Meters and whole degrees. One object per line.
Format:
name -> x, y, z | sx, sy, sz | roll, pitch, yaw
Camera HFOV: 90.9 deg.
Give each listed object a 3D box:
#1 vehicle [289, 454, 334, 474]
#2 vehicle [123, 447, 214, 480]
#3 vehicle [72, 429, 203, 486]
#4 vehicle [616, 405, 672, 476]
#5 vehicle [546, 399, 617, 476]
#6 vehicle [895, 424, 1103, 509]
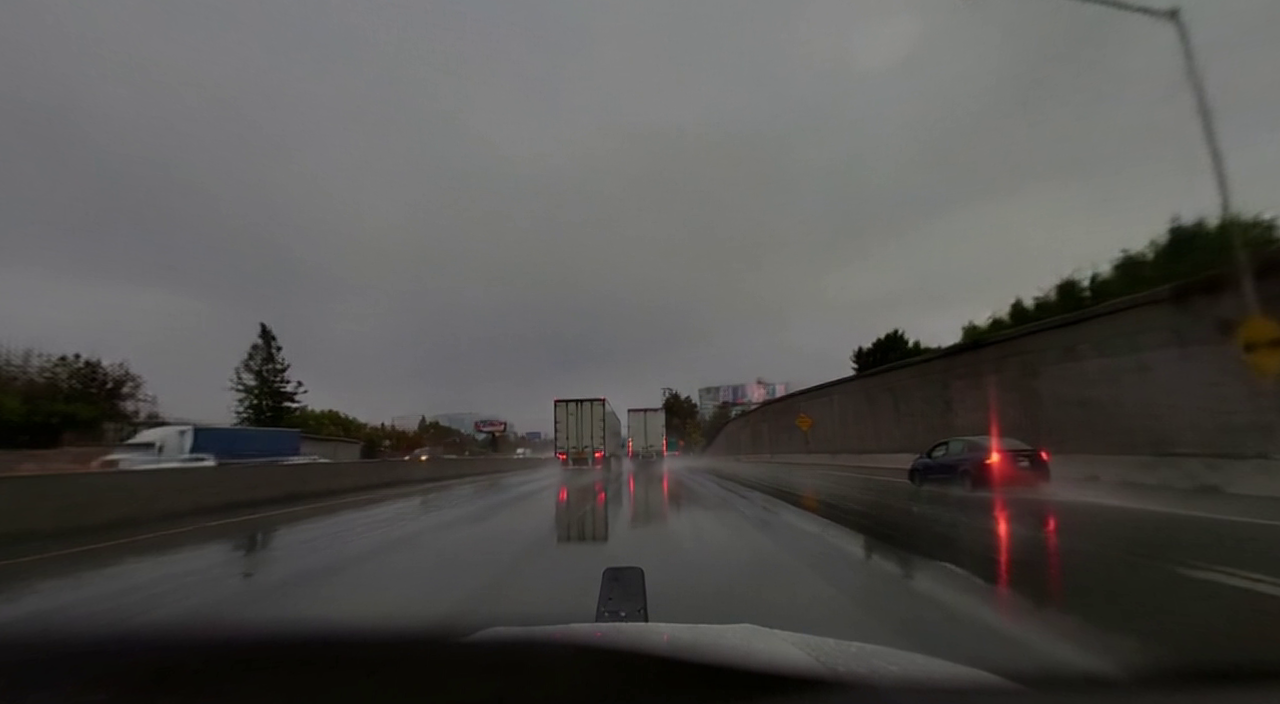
vehicle -> -25.347, 8.636, 48.770 | 1.526, 1.405, 3.436 | -1, -8, 2
vehicle -> -32.086, 7.587, 43.149 | 2.106, 2.068, 5.160 | -1, -8, 2
vehicle -> -35.971, 7.544, 45.630 | 3.034, 3.749, 7.583 | -1, -8, 0
vehicle -> 0.204, 5.690, 41.434 | 3.054, 3.944, 11.230 | -2, -7, 0
vehicle -> -3.232, 5.292, 38.529 | 2.962, 3.947, 11.574 | -1, -8, 1
vehicle -> 7.612, 2.470, 14.032 | 1.969, 1.560, 4.394 | 0, -8, -1
